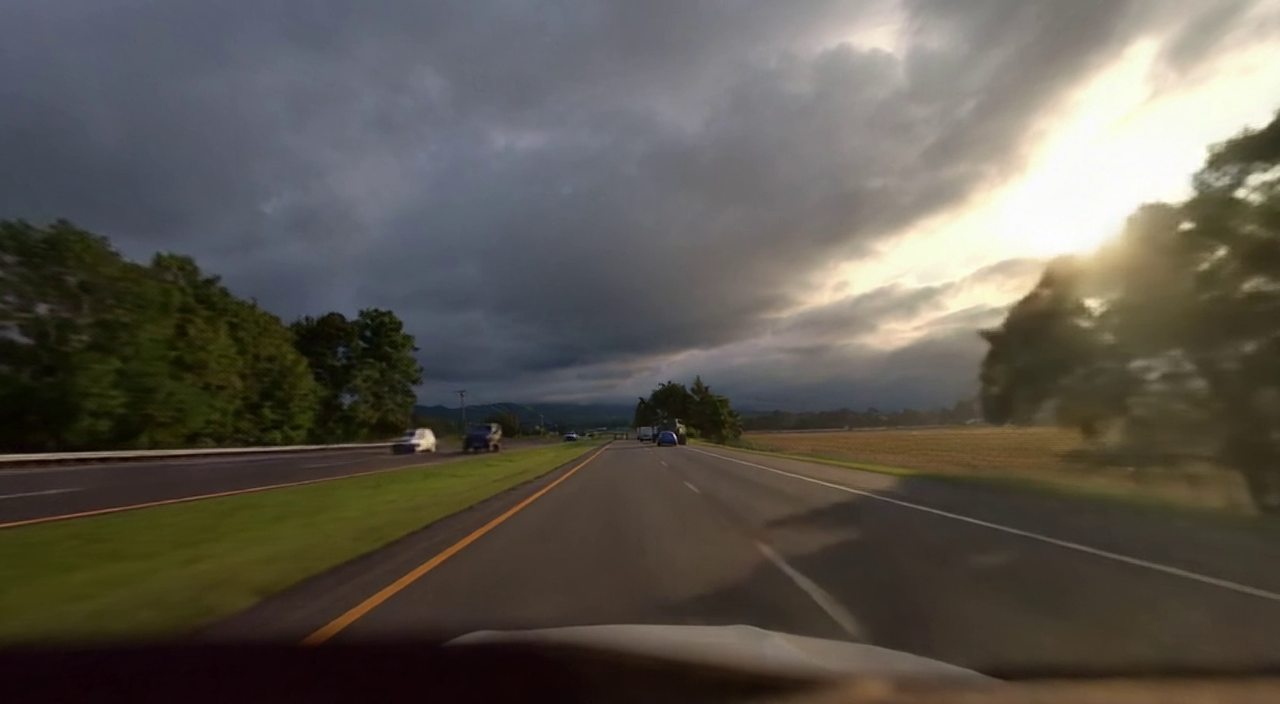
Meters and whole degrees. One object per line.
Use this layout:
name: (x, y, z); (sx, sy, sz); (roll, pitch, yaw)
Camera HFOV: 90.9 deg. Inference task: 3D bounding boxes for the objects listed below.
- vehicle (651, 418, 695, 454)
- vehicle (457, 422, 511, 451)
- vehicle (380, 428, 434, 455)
vehicle: (2.532, 6.651, 49.857); (2.821, 2.673, 6.205); (0, -8, -3)
vehicle: (-9.249, 5.085, 37.823); (2.069, 1.641, 4.764); (0, -8, 0)
vehicle: (-13.413, 5.154, 36.505); (1.791, 1.469, 3.578); (0, -8, -1)
